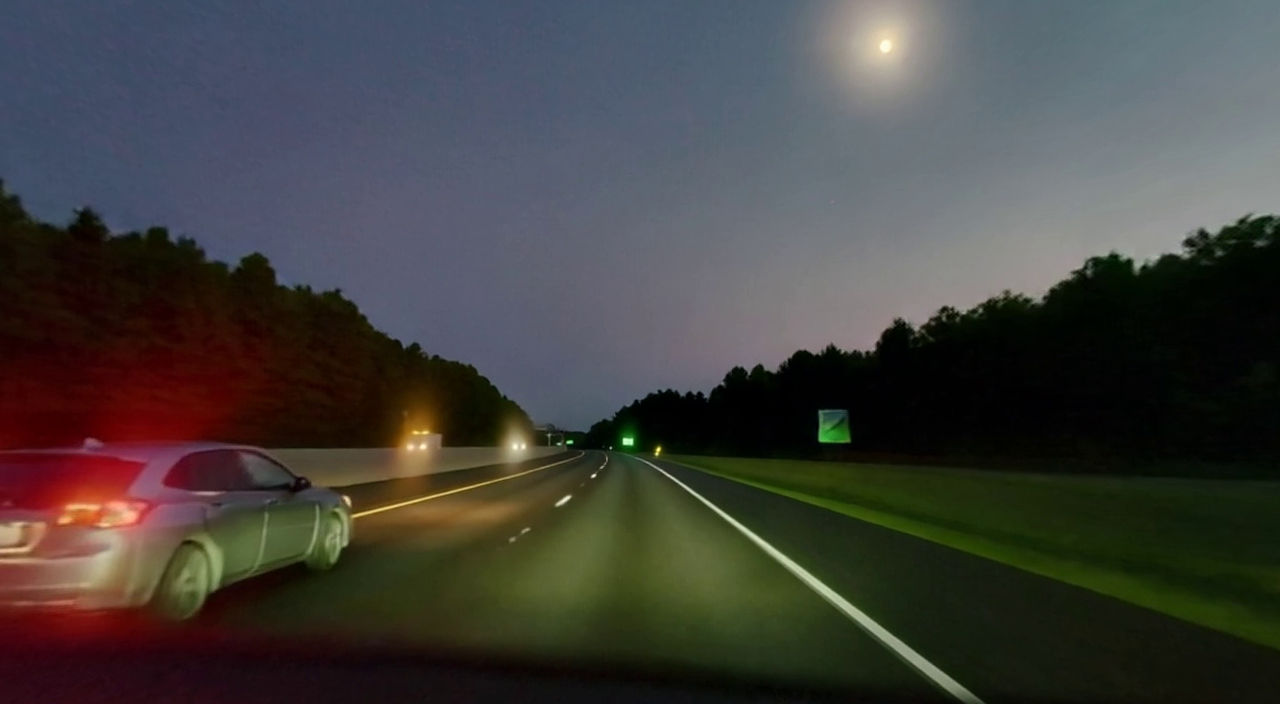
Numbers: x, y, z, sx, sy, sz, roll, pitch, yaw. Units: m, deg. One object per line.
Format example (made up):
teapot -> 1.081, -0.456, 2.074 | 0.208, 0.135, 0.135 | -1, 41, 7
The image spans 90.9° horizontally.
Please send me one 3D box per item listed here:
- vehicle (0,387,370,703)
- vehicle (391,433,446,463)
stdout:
vehicle -> -3.853, 1.211, 4.614 | 1.990, 1.532, 3.911 | 0, -9, 0
vehicle -> -16.596, 7.251, 47.550 | 2.314, 2.079, 5.666 | 0, -9, -2
